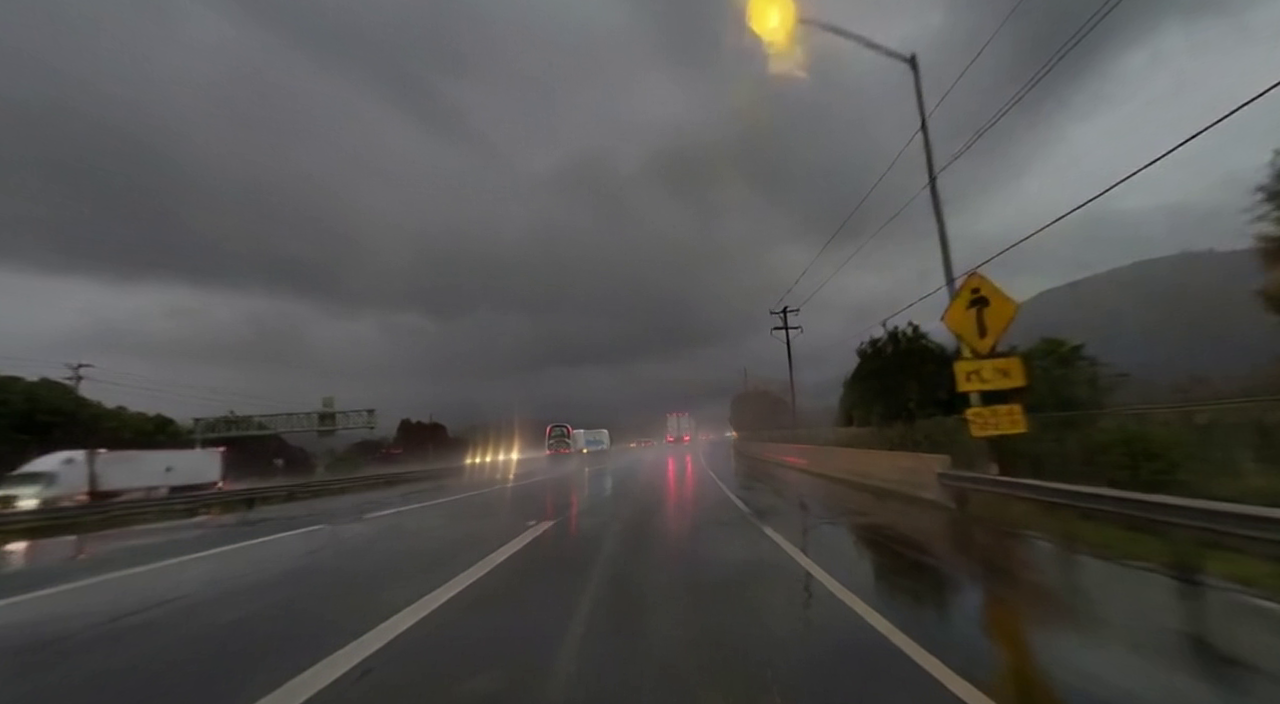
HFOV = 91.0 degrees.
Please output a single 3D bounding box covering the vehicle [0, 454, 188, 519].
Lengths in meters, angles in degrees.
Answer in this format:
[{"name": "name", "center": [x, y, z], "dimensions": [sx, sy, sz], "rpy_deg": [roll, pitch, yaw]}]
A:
[{"name": "vehicle", "center": [-35.619, 8.534, 41.325], "dimensions": [2.909, 3.528, 10.201], "rpy_deg": [-1, -9, 10]}]
